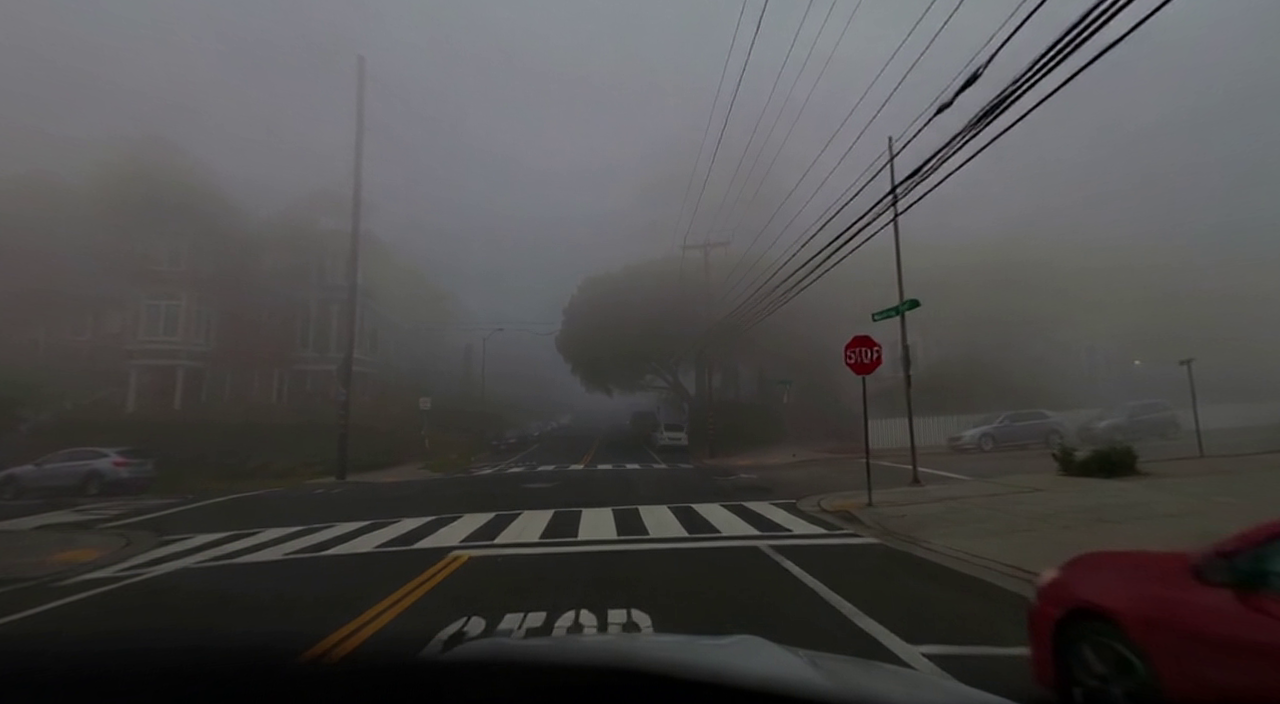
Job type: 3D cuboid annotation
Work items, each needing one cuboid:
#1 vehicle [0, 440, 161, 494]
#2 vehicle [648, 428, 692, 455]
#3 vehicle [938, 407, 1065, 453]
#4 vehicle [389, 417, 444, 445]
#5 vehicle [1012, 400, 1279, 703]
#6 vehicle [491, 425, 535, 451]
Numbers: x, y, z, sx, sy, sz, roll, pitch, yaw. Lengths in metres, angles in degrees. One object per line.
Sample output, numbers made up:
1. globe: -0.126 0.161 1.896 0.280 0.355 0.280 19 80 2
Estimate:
1. vehicle: -19.719 3.978 22.066 4.181 1.742 1.945 1 -9 -11
2. vehicle: 1.731 5.351 37.721 2.120 1.487 4.360 0 -8 -4
3. vehicle: 17.185 3.739 30.156 4.985 2.088 2.141 2 -9 -12
4. vehicle: -14.345 5.168 40.836 1.992 1.678 4.658 0 -8 -3
5. vehicle: 3.030 0.715 0.751 2.038 1.473 4.842 0 -8 -3
6. vehicle: -8.334 5.732 41.897 2.065 1.553 4.636 0 -8 -1
